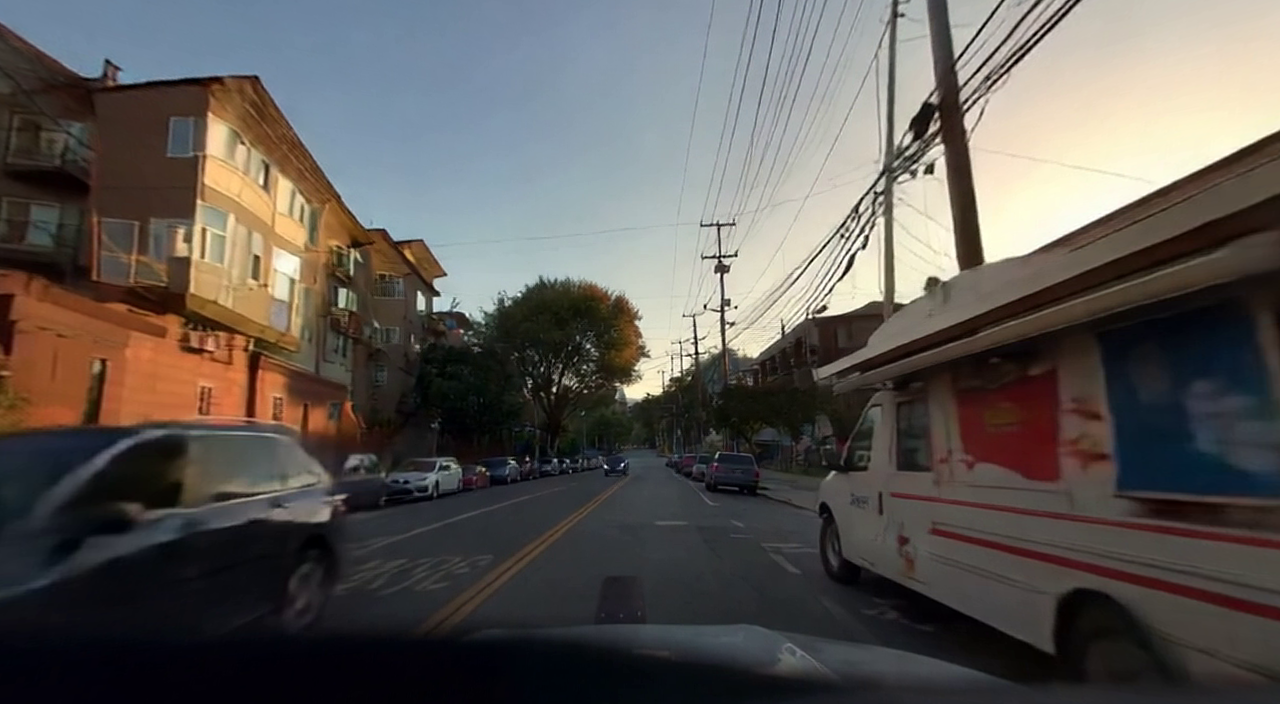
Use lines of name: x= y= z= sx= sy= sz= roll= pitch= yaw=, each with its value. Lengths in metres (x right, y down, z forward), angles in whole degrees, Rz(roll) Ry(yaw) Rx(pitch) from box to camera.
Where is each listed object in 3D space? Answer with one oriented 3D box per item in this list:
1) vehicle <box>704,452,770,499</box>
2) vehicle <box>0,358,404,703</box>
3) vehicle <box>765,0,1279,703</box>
vehicle: x=3.746 y=4.855 z=25.258 sx=1.936 sy=1.641 sz=4.434 roll=0 pitch=-8 yaw=0
vehicle: x=-3.250 y=1.124 z=3.846 sx=1.952 sy=1.708 sz=4.096 roll=-1 pitch=-8 yaw=1
vehicle: x=3.205 y=0.464 z=4.375 sx=2.886 sy=3.321 sz=7.809 roll=0 pitch=-8 yaw=-1
